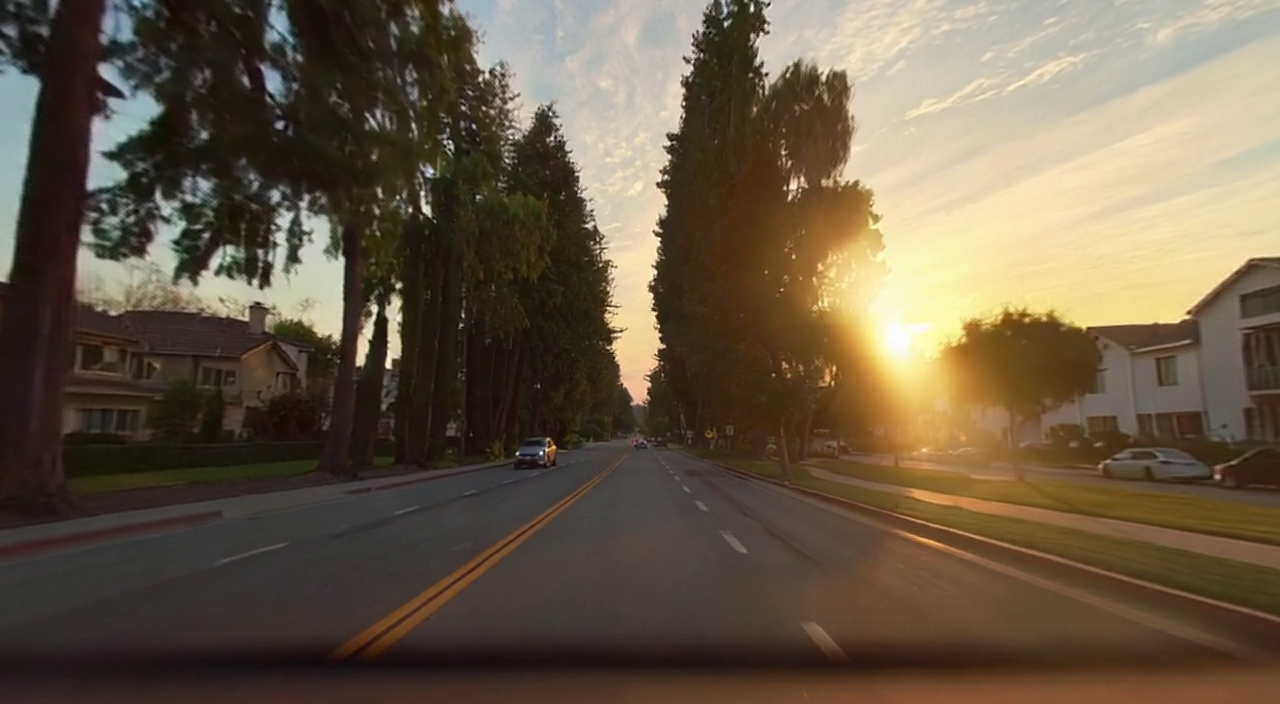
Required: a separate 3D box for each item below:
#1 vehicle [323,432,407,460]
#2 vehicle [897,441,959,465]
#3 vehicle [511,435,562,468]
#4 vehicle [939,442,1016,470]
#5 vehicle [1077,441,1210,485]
[{"bbox_3d":[-16.252,5.574,37.476,4.045,1.622,1.983,0,-8,4],"label":"vehicle"},{"bbox_3d":[18.846,6.590,41.577,1.946,1.459,4.489,0,-8,-1],"label":"vehicle"},{"bbox_3d":[-6.094,5.910,37.675,2.108,1.793,4.864,0,-8,1],"label":"vehicle"},{"bbox_3d":[18.981,5.823,35.761,1.773,1.463,4.486,0,-8,-2],"label":"vehicle"},{"bbox_3d":[18.852,4.136,23.915,1.755,1.521,3.968,0,-8,1],"label":"vehicle"}]
